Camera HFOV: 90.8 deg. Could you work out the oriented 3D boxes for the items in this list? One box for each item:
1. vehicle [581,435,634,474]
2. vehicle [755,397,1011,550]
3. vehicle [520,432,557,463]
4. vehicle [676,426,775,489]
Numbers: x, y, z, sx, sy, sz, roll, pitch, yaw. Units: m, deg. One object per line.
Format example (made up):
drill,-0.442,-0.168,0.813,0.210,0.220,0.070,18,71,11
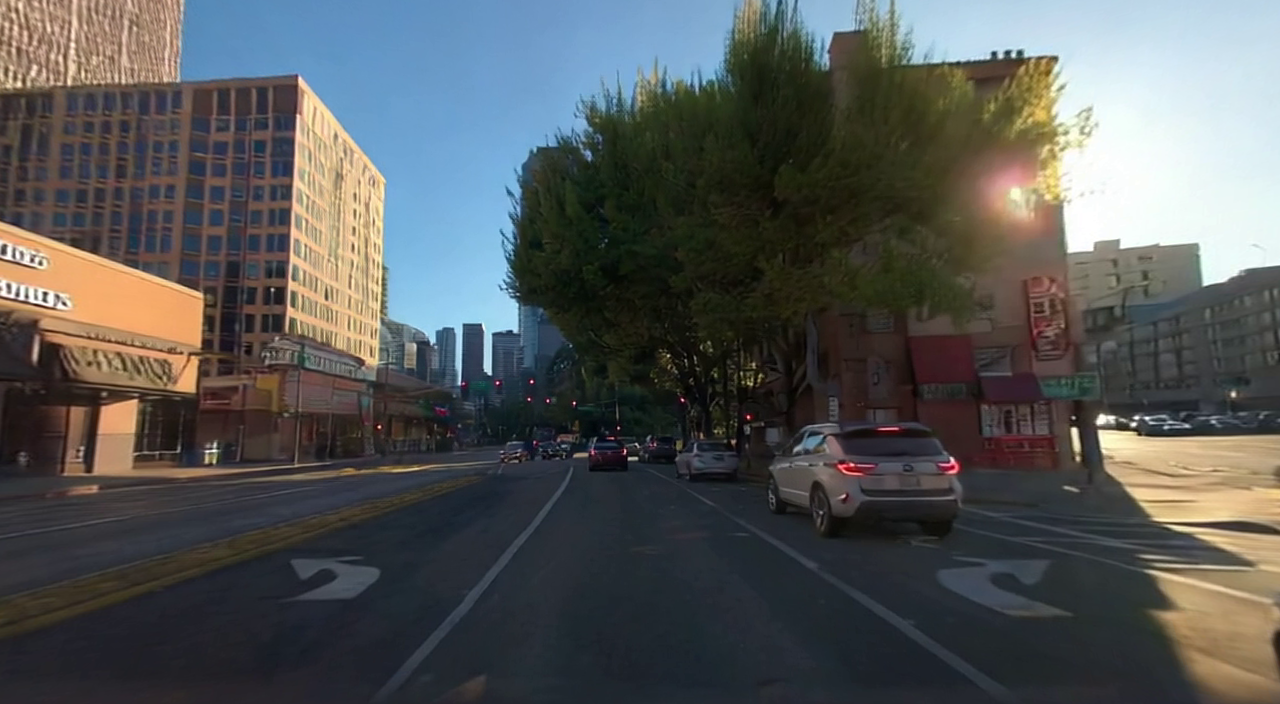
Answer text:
vehicle,-1.477,4.364,27.134,2.068,1.512,3.987,1,-9,-6
vehicle,3.250,1.742,9.647,2.046,1.768,4.370,0,-8,-2
vehicle,-7.210,6.737,45.107,2.462,2.079,5.117,1,-7,-9
vehicle,2.547,3.272,20.117,2.216,1.750,4.520,0,-8,-4
